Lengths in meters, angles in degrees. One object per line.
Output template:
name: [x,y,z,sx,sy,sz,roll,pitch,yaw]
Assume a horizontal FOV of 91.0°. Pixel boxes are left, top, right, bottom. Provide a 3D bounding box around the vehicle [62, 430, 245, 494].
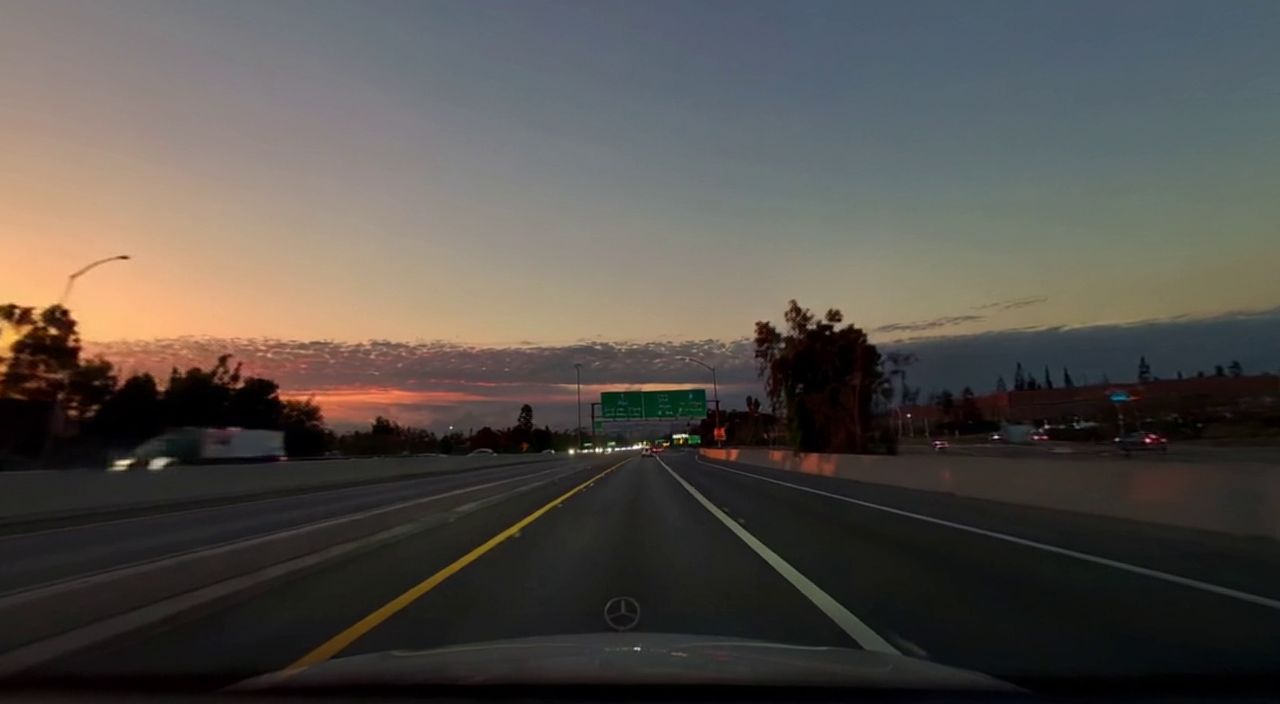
vehicle: [-16.961,3.866,22.438,2.294,1.994,5.209,0,-9,0]
